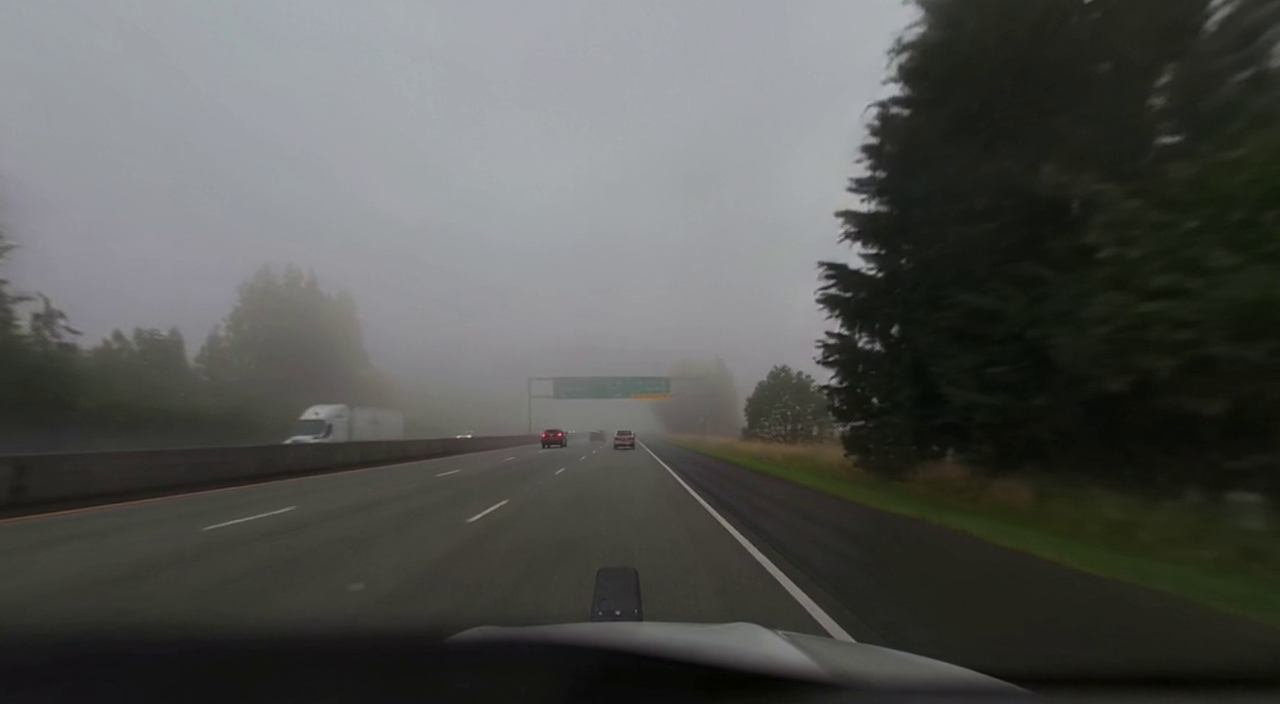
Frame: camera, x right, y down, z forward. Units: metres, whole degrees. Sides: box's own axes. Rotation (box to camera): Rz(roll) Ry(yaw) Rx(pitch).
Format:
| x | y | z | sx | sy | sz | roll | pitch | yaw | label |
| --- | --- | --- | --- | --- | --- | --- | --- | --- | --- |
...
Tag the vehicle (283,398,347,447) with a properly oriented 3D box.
| x | y | z | sx | sy | sz | roll | pitch | yaw | label |
| --- | --- | --- | --- | --- | --- | --- | --- | --- | --- |
| -24.201 | 5.295 | 46.973 | 2.906 | 3.475 | 3.315 | 0 | -8 | -1 | vehicle |
